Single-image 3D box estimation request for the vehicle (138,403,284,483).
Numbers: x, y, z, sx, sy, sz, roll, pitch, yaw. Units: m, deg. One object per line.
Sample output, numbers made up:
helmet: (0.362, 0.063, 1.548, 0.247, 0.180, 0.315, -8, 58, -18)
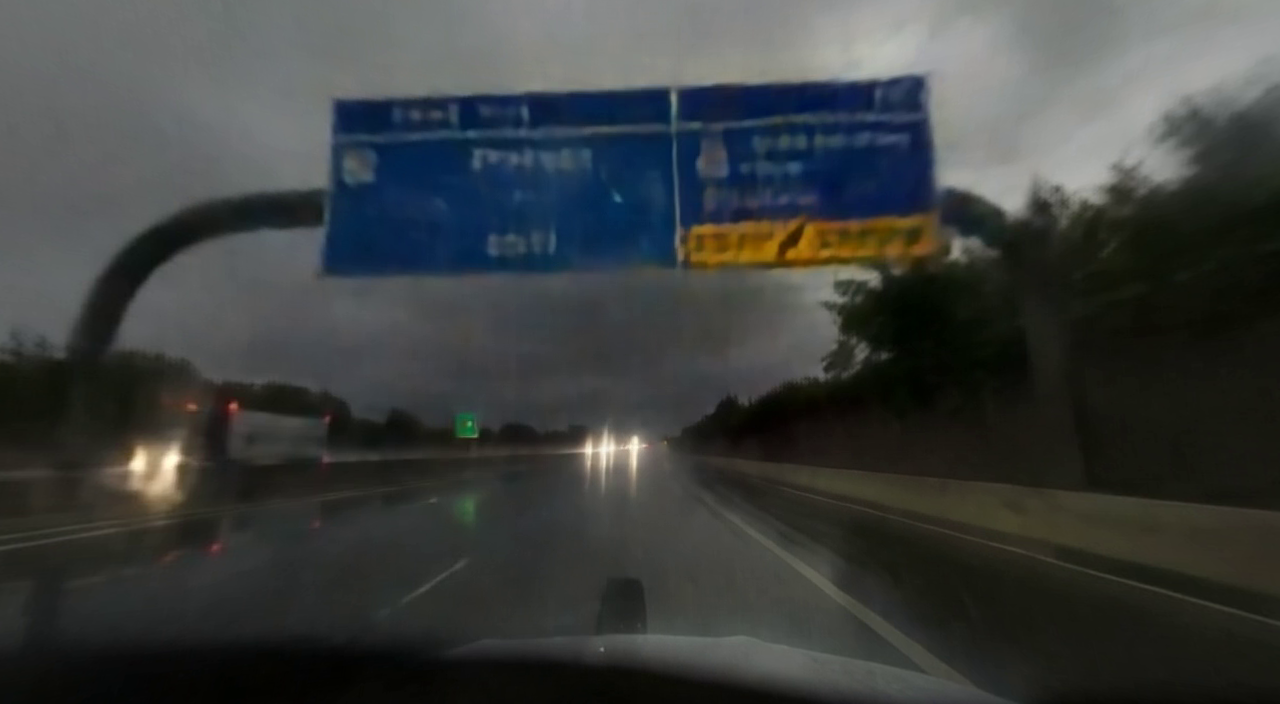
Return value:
vehicle: (-22.900, 4.956, 34.225, 3.231, 3.906, 6.300, 0, -9, 1)
